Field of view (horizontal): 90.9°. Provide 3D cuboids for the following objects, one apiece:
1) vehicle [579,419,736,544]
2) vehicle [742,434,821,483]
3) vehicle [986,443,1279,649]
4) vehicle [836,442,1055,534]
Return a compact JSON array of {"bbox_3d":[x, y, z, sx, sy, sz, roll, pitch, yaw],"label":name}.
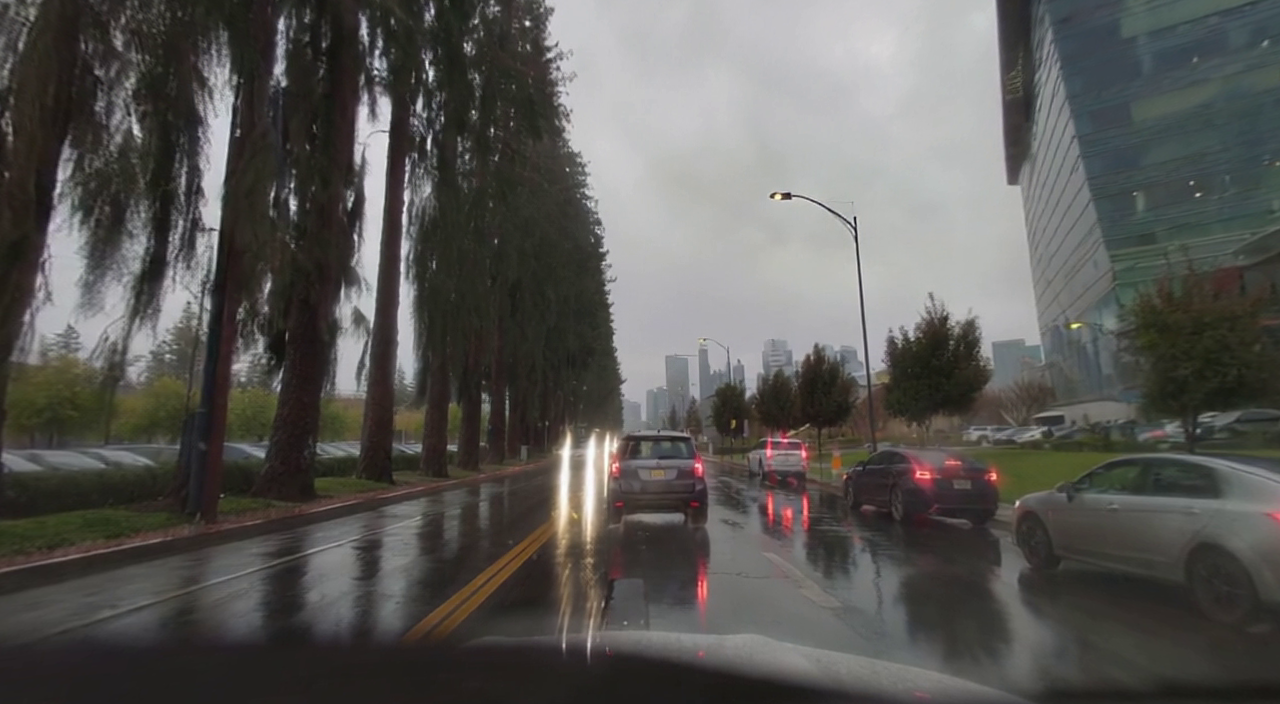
[{"bbox_3d":[0.249,2.032,10.466,2.105,1.653,3.887,0,-9,1],"label":"vehicle"},{"bbox_3d":[5.653,4.313,25.817,2.059,1.813,4.637,0,-9,-1],"label":"vehicle"},{"bbox_3d":[5.539,1.622,6.028,1.809,1.478,4.623,0,-9,0],"label":"vehicle"},{"bbox_3d":[5.666,2.545,12.576,1.852,1.452,4.852,0,-9,-1],"label":"vehicle"}]
